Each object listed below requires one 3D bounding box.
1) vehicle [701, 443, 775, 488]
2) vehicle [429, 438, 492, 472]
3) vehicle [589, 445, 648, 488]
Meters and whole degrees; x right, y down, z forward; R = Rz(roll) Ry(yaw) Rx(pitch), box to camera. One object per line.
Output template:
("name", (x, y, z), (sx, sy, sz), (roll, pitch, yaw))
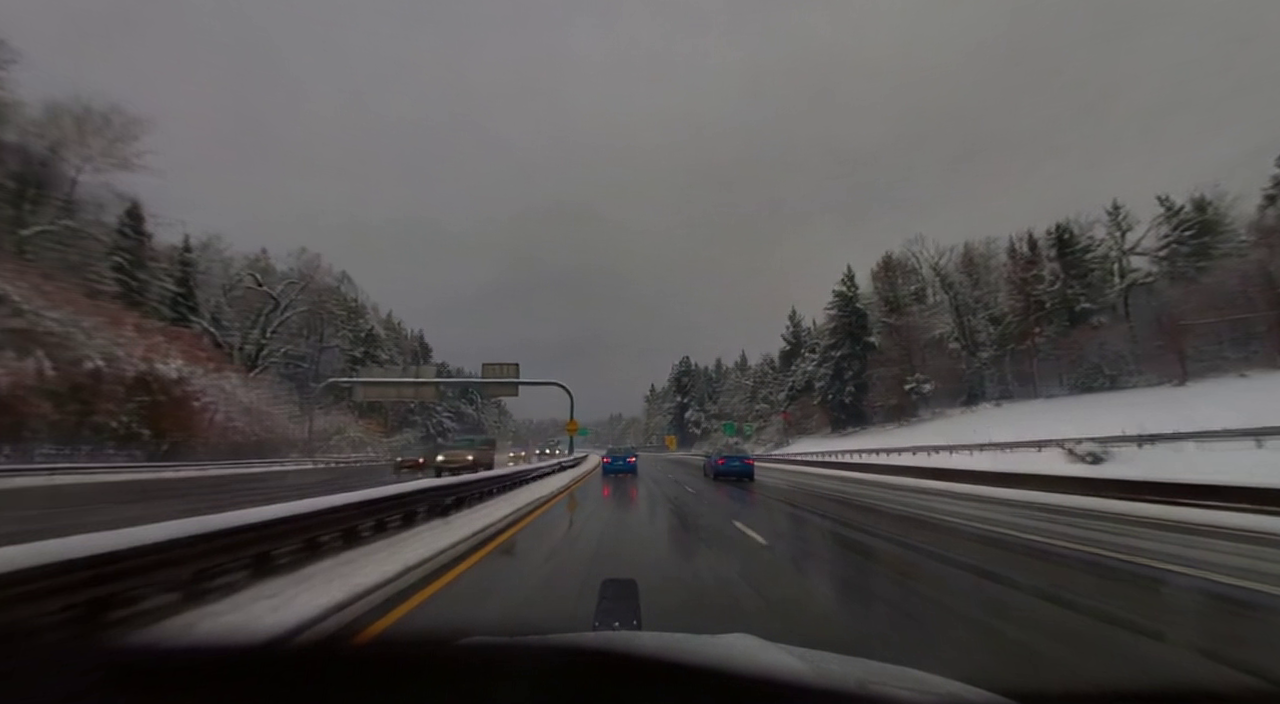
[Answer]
("vehicle", (3.770, 4.458, 24.930), (2.300, 1.595, 4.144), (-1, -9, 0))
("vehicle", (-9.695, 5.621, 34.250), (2.098, 1.694, 4.672), (0, -9, -1))
("vehicle", (-0.799, 4.512, 25.065), (2.128, 1.516, 4.410), (0, -9, -1))
